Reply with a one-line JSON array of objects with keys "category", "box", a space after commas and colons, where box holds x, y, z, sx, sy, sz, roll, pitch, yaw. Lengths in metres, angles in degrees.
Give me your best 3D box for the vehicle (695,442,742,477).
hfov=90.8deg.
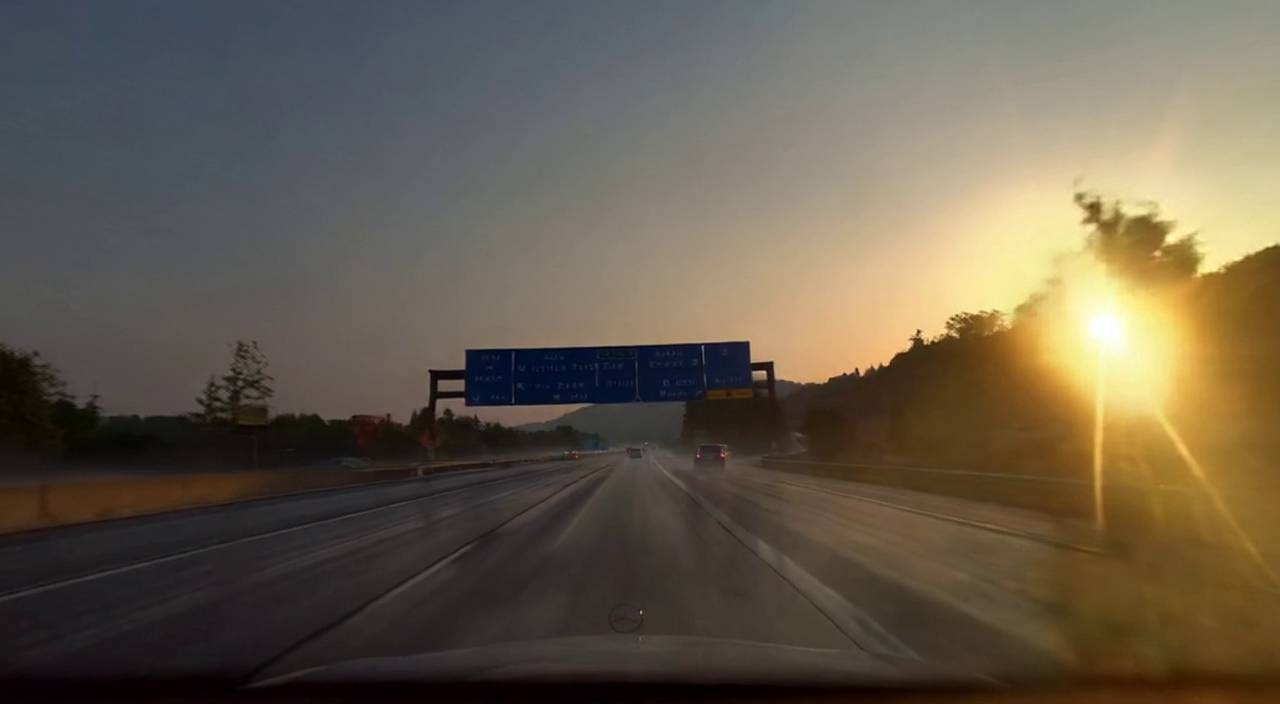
[{"category": "vehicle", "box": [4.238, 5.896, 34.828, 2.133, 1.746, 4.511, 0, -9, 1]}]
